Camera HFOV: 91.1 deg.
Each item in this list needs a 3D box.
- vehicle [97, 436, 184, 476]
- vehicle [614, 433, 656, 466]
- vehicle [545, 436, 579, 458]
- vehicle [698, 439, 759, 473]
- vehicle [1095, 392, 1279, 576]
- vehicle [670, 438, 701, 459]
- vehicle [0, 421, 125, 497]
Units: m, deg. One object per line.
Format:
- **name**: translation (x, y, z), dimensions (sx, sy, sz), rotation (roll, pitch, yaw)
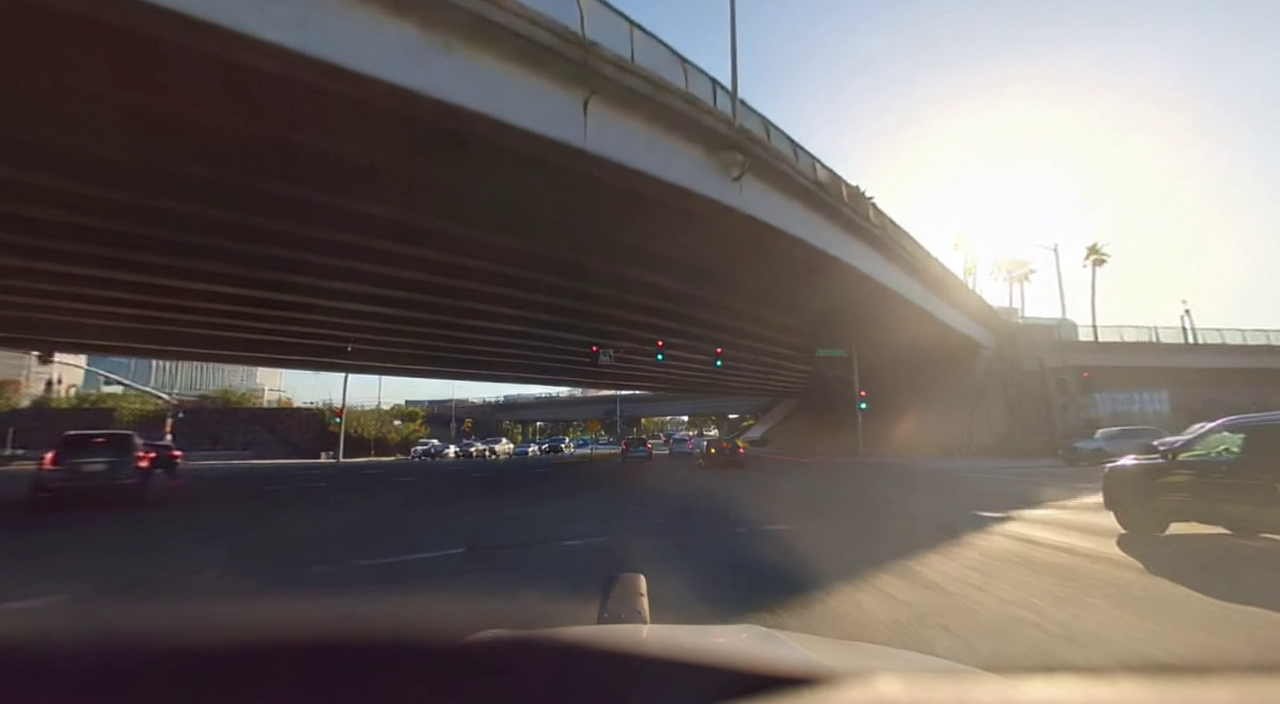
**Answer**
- **vehicle**: translation (-23.378, 4.804, 29.305), dimensions (4.300, 1.666, 2.094), rotation (-5, -11, 38)
- **vehicle**: translation (-0.250, 5.323, 34.511), dimensions (2.172, 1.694, 4.055), rotation (0, -8, 1)
- **vehicle**: translation (-5.972, 7.386, 48.461), dimensions (1.971, 1.542, 4.377), rotation (-1, -10, 2)
- **vehicle**: translation (3.931, 4.703, 28.732), dimensions (2.156, 1.404, 4.120), rotation (0, -8, 0)
- **vehicle**: translation (6.785, 1.224, 5.854), dimensions (1.964, 1.647, 4.114), rotation (0, -8, 0)
- **vehicle**: translation (3.492, 7.496, 49.002), dimensions (2.119, 1.509, 4.495), rotation (0, -8, 0)
- **vehicle**: translation (-18.069, 3.254, 19.632), dimensions (2.485, 2.012, 5.498), rotation (8, -11, -43)
